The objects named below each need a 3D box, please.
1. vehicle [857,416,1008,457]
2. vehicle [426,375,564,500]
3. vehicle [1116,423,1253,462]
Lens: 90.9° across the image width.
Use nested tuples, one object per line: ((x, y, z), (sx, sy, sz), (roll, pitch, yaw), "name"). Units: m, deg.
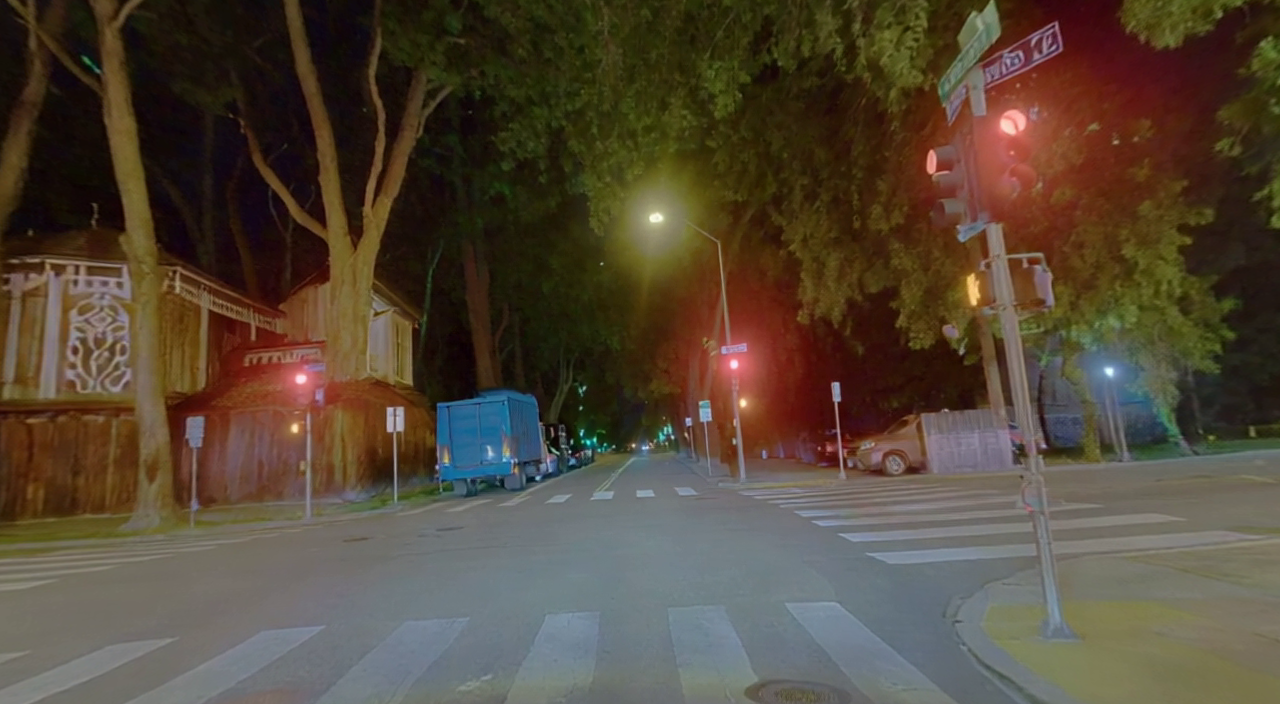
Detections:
((10.726, 3.142, 23.415), (4.643, 1.456, 1.820), (-1, -8, 5), "vehicle")
((-5.723, 3.695, 27.145), (3.113, 4.041, 10.284), (-6, -8, 0), "vehicle")
((24.948, 4.160, 29.021), (4.268, 1.695, 2.053), (0, -8, 3), "vehicle")
